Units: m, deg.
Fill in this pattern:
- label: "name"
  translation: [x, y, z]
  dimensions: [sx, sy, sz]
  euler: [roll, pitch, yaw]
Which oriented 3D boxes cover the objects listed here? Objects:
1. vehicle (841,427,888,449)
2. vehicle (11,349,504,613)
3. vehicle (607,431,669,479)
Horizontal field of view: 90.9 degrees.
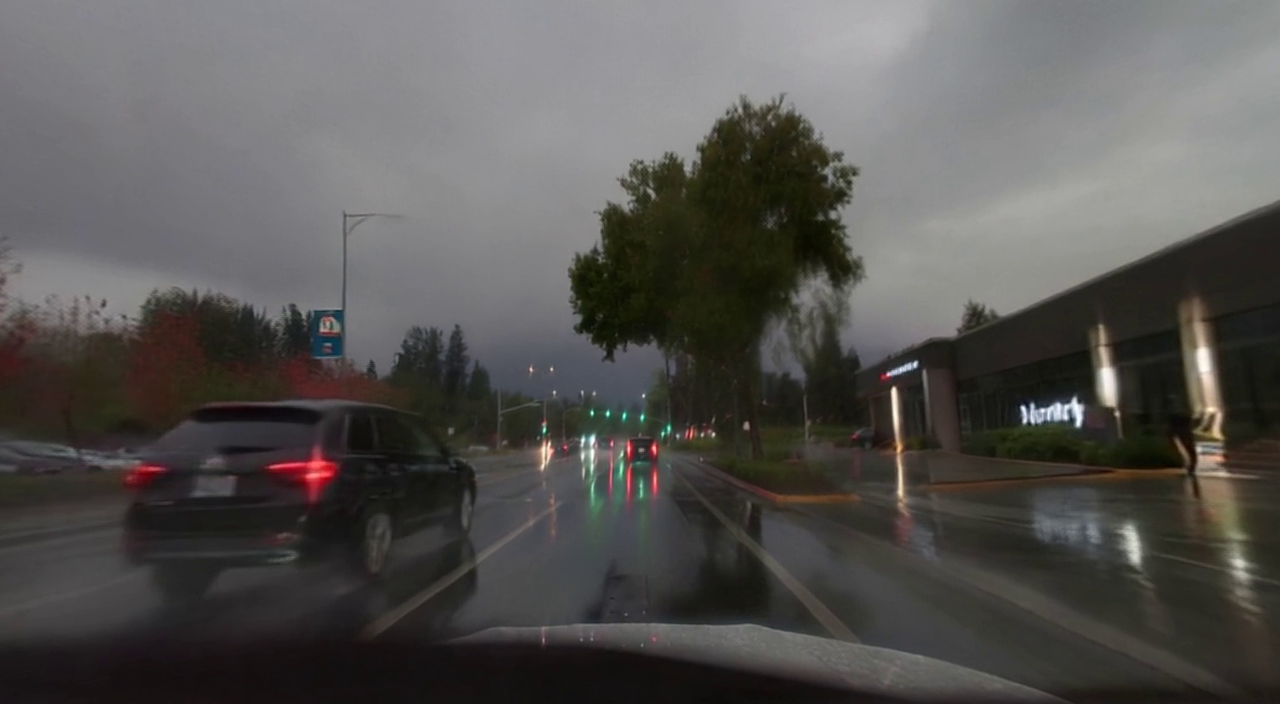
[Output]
- label: "vehicle"
  translation: [17.389, 6.711, 49.070]
  dimensions: [1.856, 1.491, 4.209]
  euler: [-4, -8, -3]
- label: "vehicle"
  translation: [-3.507, 1.358, 7.583]
  dimensions: [2.358, 1.990, 5.447]
  euler: [0, -8, 2]
- label: "vehicle"
  translation: [-0.017, 3.825, 23.599]
  dimensions: [2.108, 1.612, 4.246]
  euler: [0, -8, 1]
